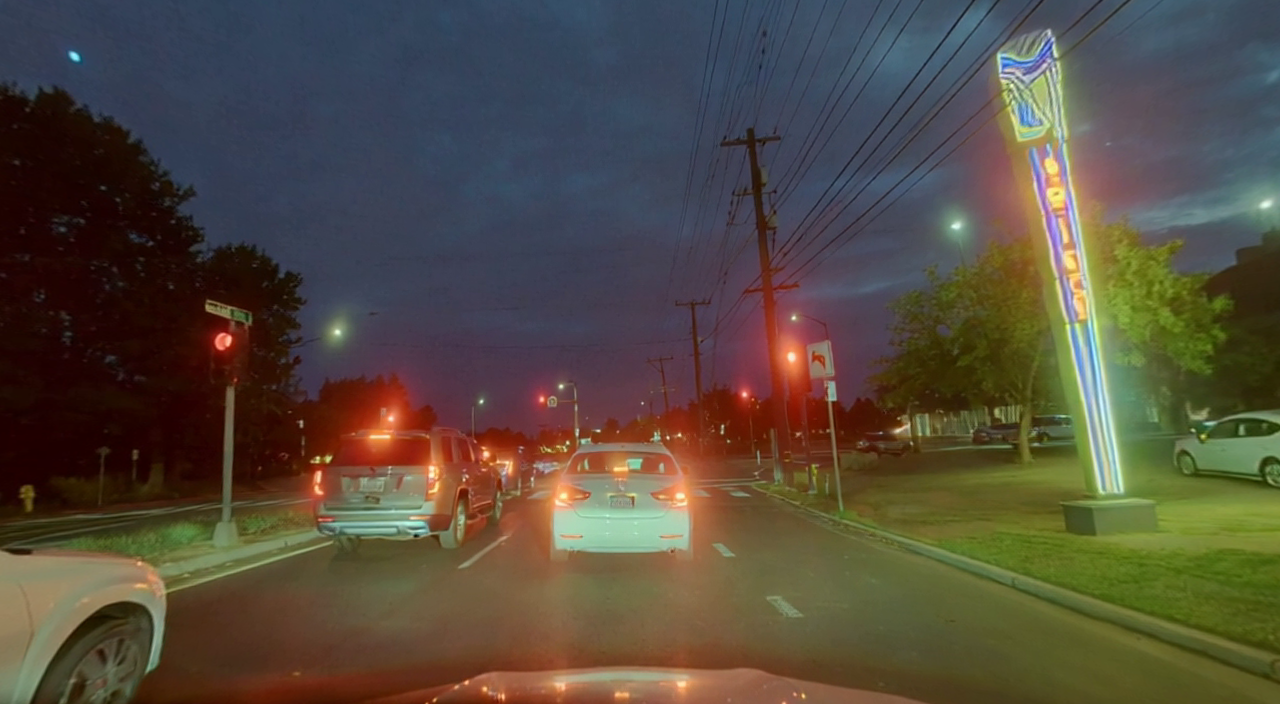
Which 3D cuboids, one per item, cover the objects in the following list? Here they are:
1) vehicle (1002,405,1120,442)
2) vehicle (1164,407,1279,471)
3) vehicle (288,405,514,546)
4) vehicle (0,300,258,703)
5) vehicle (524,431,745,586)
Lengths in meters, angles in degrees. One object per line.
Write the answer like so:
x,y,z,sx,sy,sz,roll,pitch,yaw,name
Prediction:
26.850,4.636,40.502,5.782,2.286,2.223,-1,-9,4,vehicle
17.029,2.541,18.286,1.858,1.622,4.491,-5,-10,28,vehicle
-3.848,2.089,11.371,2.147,1.963,4.927,0,-8,0,vehicle
-3.593,0.633,1.522,2.085,1.943,5.053,0,-8,1,vehicle
-0.103,1.804,8.146,2.121,1.474,3.968,0,-8,-2,vehicle
